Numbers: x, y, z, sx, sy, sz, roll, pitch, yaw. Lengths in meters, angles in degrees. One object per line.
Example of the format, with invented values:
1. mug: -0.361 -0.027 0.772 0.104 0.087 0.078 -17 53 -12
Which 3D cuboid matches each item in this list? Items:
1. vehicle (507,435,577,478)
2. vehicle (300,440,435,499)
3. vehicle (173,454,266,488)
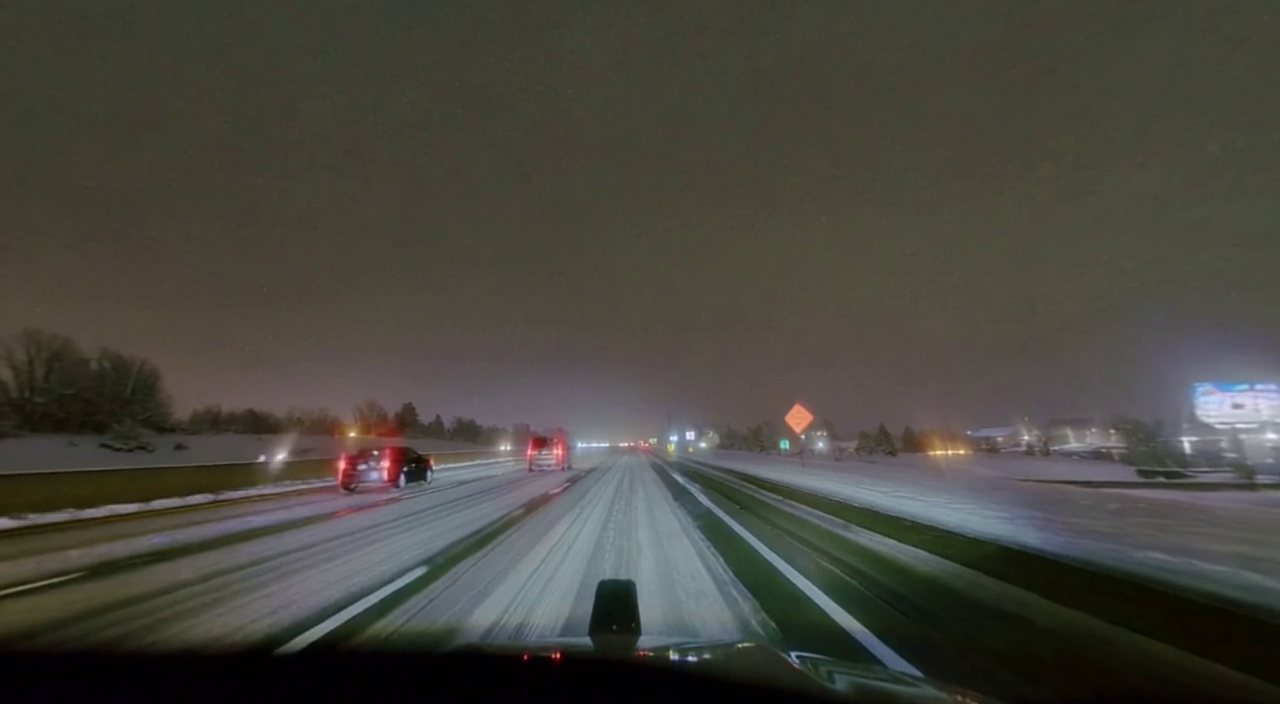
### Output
1. vehicle: -4.095 4.478 27.338 2.200 1.662 5.091 -1 -8 0
2. vehicle: -7.916 3.409 18.904 1.924 1.519 4.791 0 -8 0
3. vehicle: -20.945 5.929 31.569 1.886 1.457 3.984 0 -8 0
